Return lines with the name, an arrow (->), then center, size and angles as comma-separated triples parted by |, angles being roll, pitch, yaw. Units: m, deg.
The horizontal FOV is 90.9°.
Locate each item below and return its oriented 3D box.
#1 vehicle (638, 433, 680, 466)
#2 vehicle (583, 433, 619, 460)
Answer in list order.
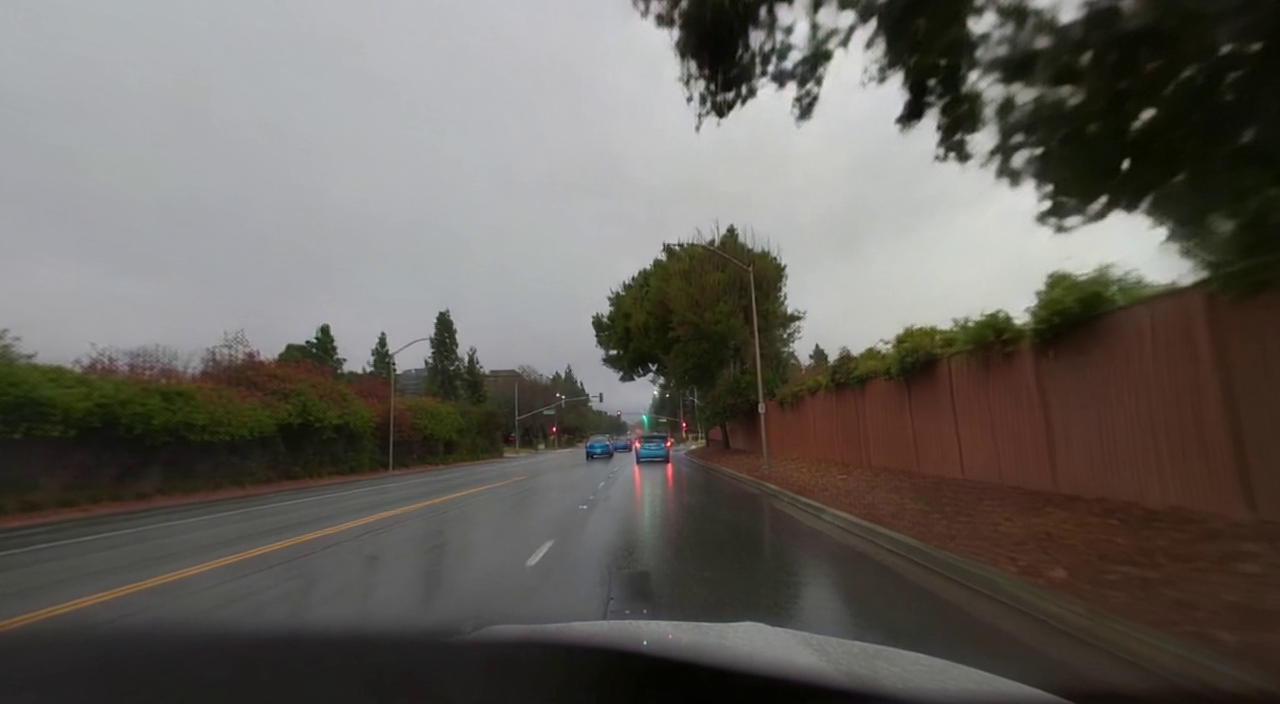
vehicle -> 0.993, 5.266, 34.206 | 2.127, 1.665, 3.993 | 0, -9, 0
vehicle -> -2.679, 6.637, 44.085 | 2.190, 1.766, 4.394 | 0, -9, 1
